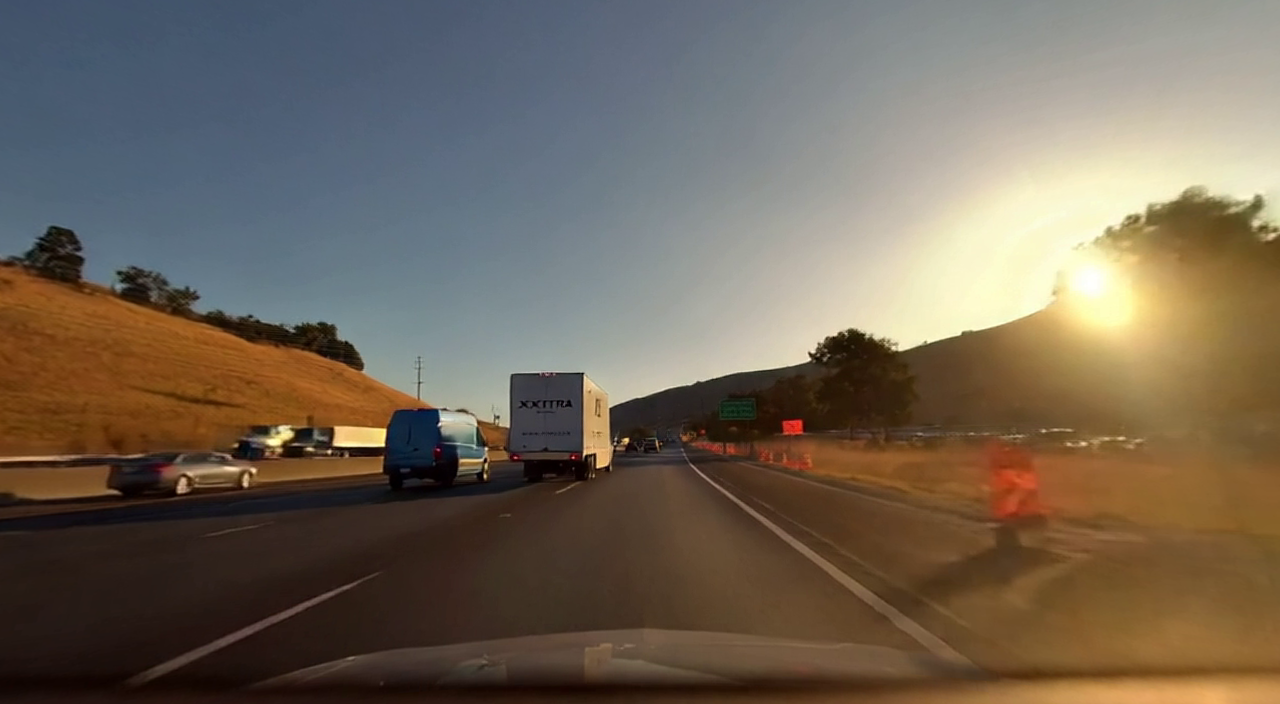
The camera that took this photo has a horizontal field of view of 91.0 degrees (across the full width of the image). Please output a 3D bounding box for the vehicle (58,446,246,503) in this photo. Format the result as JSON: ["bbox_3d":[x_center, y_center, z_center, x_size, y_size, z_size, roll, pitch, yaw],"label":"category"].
[{"bbox_3d":[-14.667,3.661,19.384,1.901,1.487,4.622,0,-8,3],"label":"vehicle"}]

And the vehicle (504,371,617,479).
[{"bbox_3d":[-3.145,3.422,28.425,3.183,4.011,9.617,0,-8,4],"label":"vehicle"}]

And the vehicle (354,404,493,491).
[{"bbox_3d":[-7.260,3.327,22.115,2.469,2.615,5.874,0,-8,3],"label":"vehicle"}]
